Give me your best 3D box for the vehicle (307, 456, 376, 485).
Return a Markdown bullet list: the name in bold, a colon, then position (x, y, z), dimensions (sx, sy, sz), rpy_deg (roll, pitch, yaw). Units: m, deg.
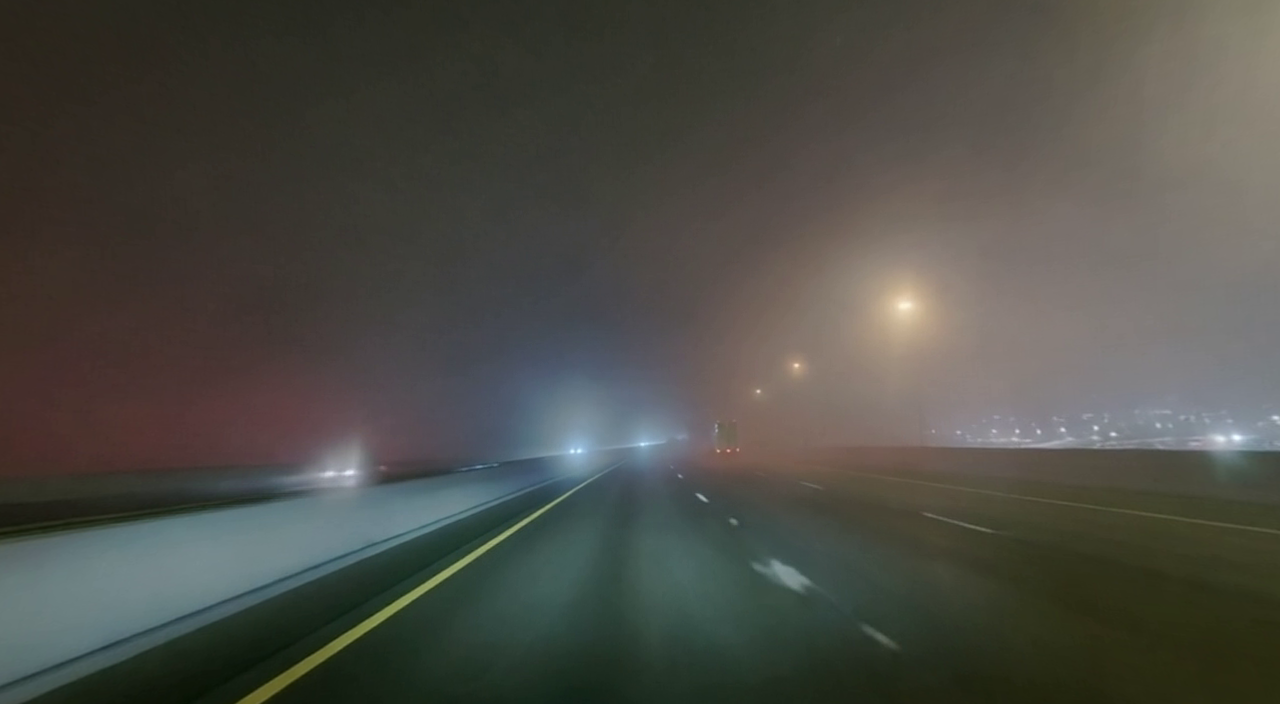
- **vehicle**: position (-16.889, 6.717, 35.707), dimensions (1.877, 1.480, 4.009), rpy_deg (0, -9, 1)
